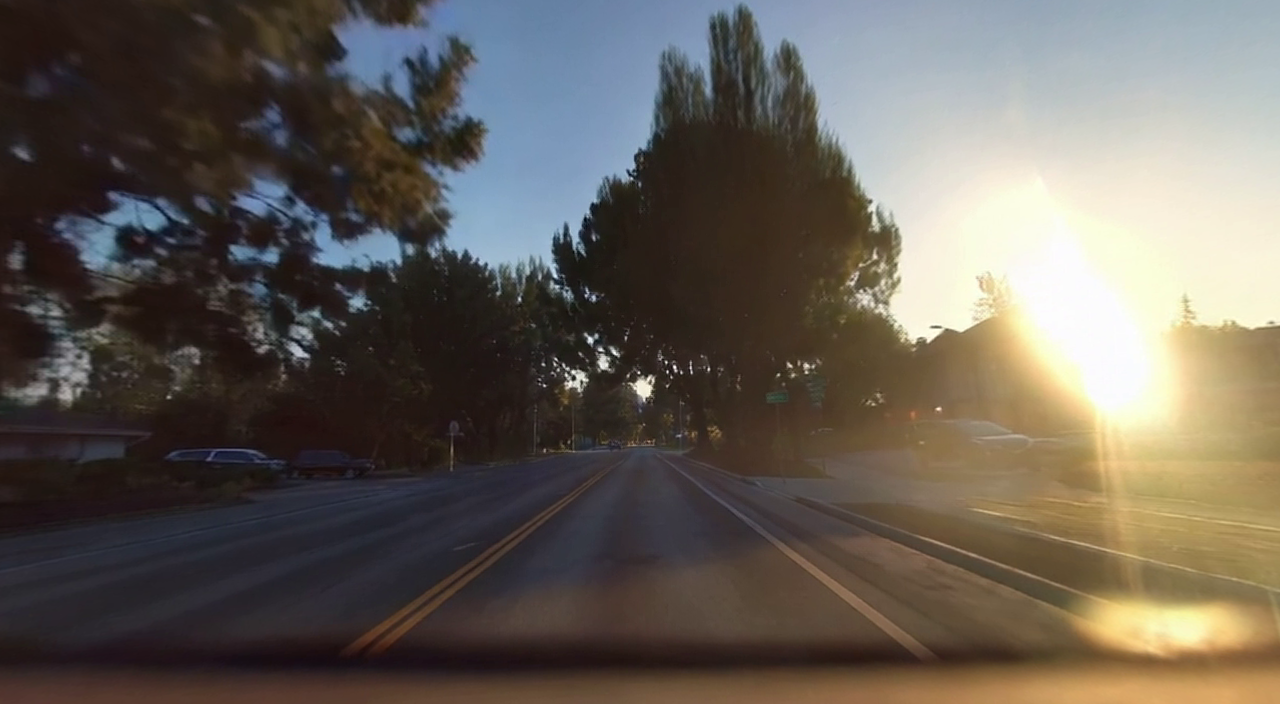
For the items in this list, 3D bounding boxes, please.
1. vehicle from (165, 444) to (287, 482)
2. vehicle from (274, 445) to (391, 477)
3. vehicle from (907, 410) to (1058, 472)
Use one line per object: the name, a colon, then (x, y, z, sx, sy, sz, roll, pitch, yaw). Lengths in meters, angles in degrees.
vehicle: (-19.062, 5.109, 29.147, 4.233, 1.623, 1.943, -1, -8, 2)
vehicle: (-15.192, 5.415, 31.302, 4.787, 1.474, 1.967, -1, -8, 3)
vehicle: (9.798, 2.635, 18.534, 1.805, 1.571, 4.467, 0, -8, -2)
